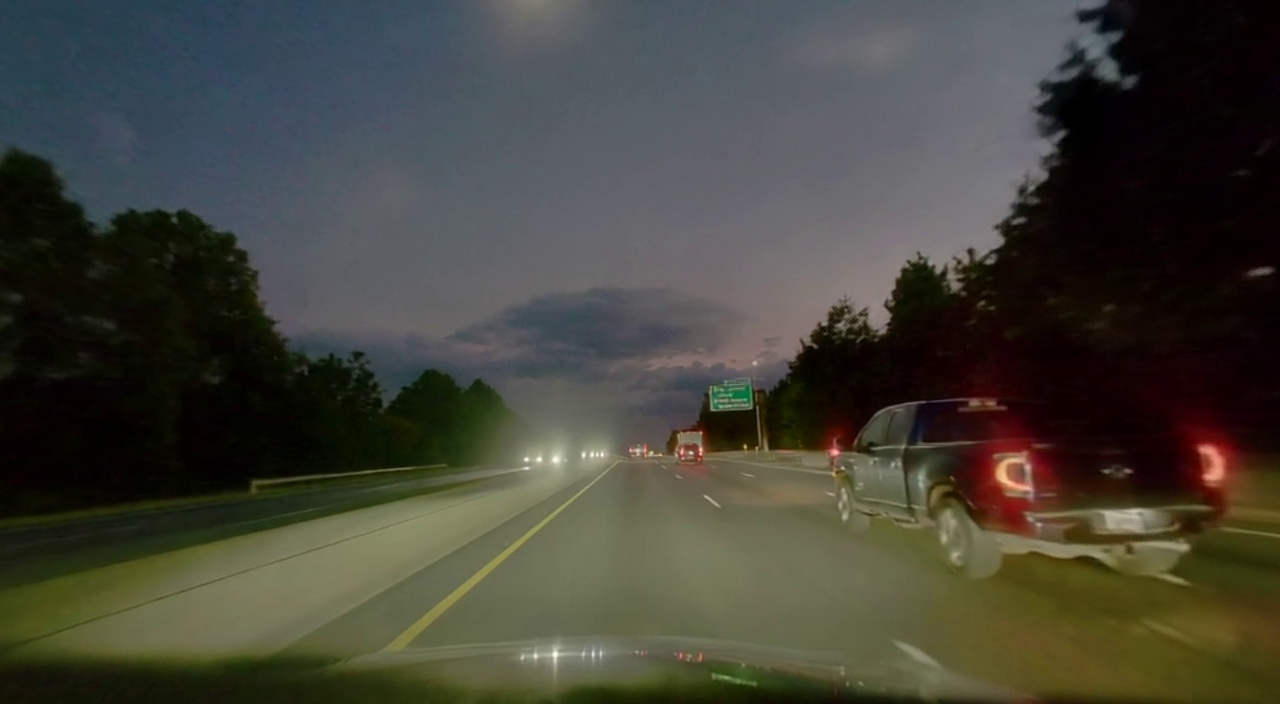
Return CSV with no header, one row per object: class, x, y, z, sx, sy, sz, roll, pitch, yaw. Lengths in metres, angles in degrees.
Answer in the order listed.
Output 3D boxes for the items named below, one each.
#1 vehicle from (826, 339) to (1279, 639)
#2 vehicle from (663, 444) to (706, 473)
vehicle,3.715,1.243,6.548,1.981,1.984,4.623,0,-9,-2
vehicle,2.632,6.475,38.488,2.123,1.620,4.959,0,-9,-1
